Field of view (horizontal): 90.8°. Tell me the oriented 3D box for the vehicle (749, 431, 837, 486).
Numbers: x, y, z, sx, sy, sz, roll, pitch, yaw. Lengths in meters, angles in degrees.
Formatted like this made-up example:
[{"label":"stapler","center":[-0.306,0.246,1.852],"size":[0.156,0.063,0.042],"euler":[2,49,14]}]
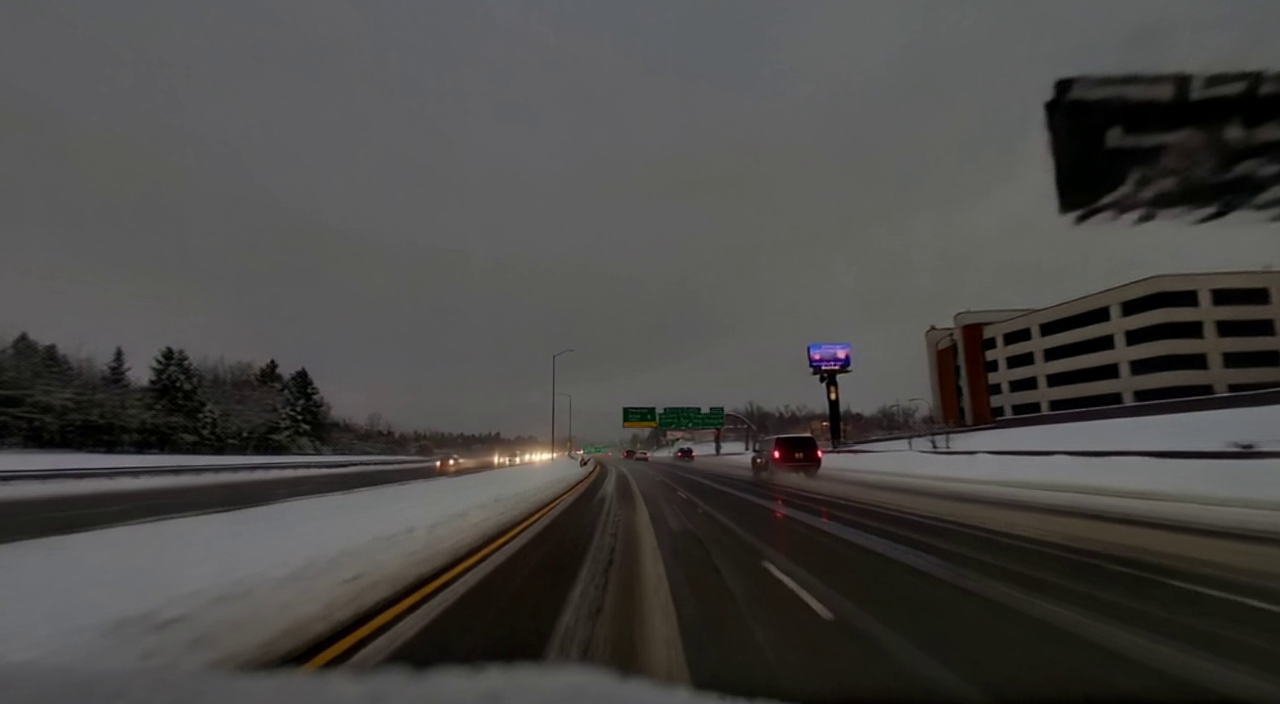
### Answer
[{"label":"vehicle","center":[6.098,4.314,25.859],"size":[2.181,1.952,4.973],"euler":[-1,-9,-2]}]
